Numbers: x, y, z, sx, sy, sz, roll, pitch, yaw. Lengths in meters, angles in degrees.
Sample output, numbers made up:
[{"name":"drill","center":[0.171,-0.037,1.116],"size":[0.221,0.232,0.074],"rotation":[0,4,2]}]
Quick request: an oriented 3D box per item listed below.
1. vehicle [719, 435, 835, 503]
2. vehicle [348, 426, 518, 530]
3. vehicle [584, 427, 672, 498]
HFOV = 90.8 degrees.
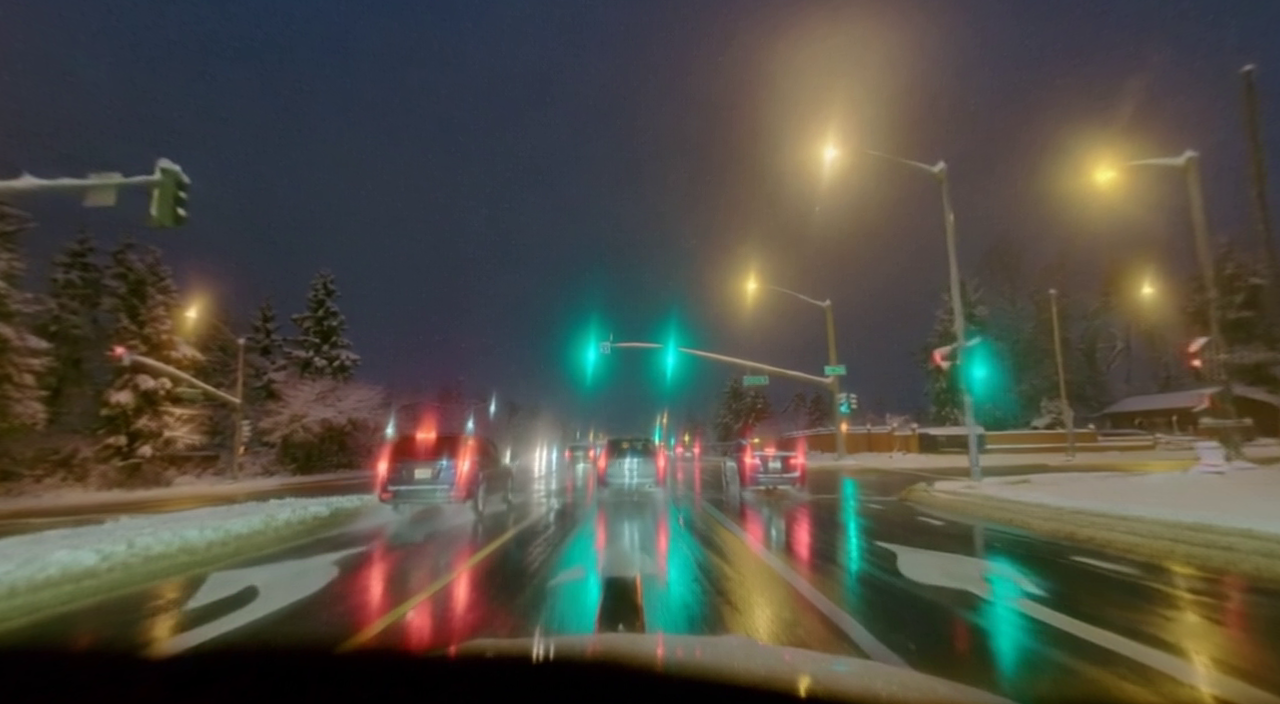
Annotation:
[{"name":"vehicle","center":[3.387,2.982,16.543],"size":[2.068,1.541,4.041],"rotation":[0,-8,-1]},{"name":"vehicle","center":[-3.669,2.290,12.048],"size":[1.823,1.602,4.061],"rotation":[0,-8,0]},{"name":"vehicle","center":[-0.276,3.009,17.560],"size":[2.150,1.725,4.096],"rotation":[0,-8,0]}]
